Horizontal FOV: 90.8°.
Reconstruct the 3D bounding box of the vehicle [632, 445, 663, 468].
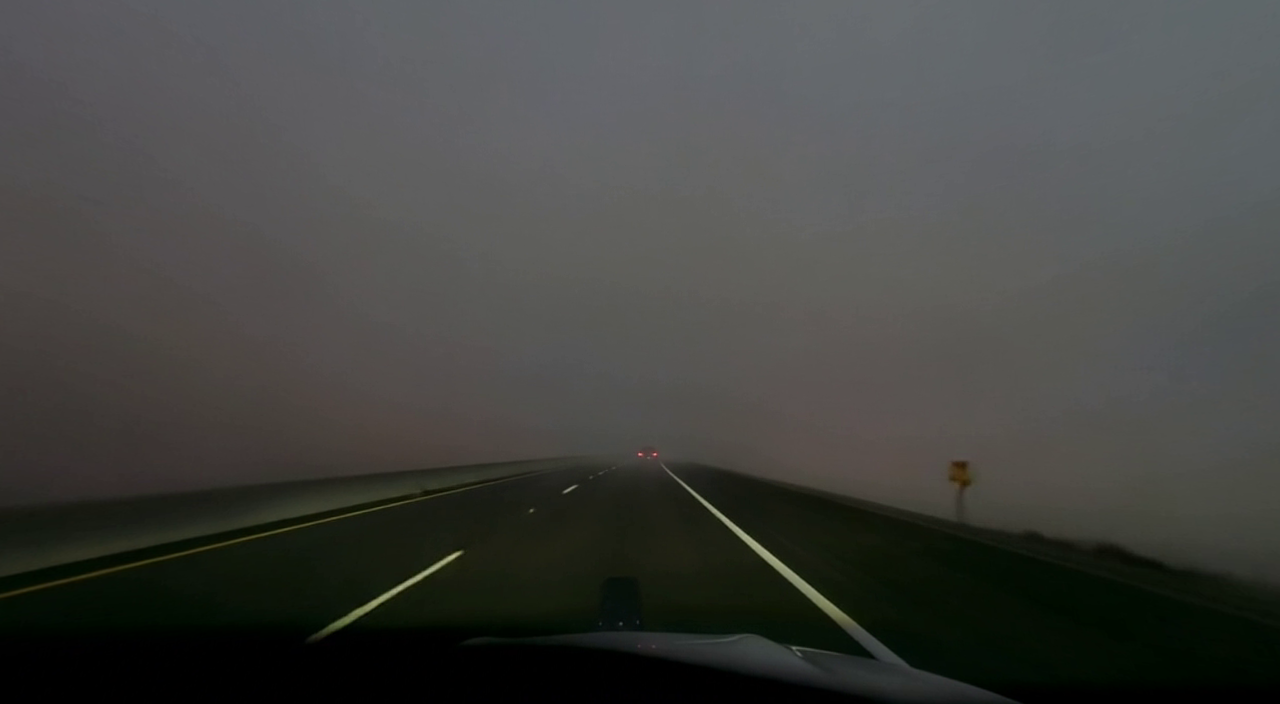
[{"bbox_3d":[0.598,7.837,47.526,2.221,1.603,4.149,0,-9,1],"label":"vehicle"}]
